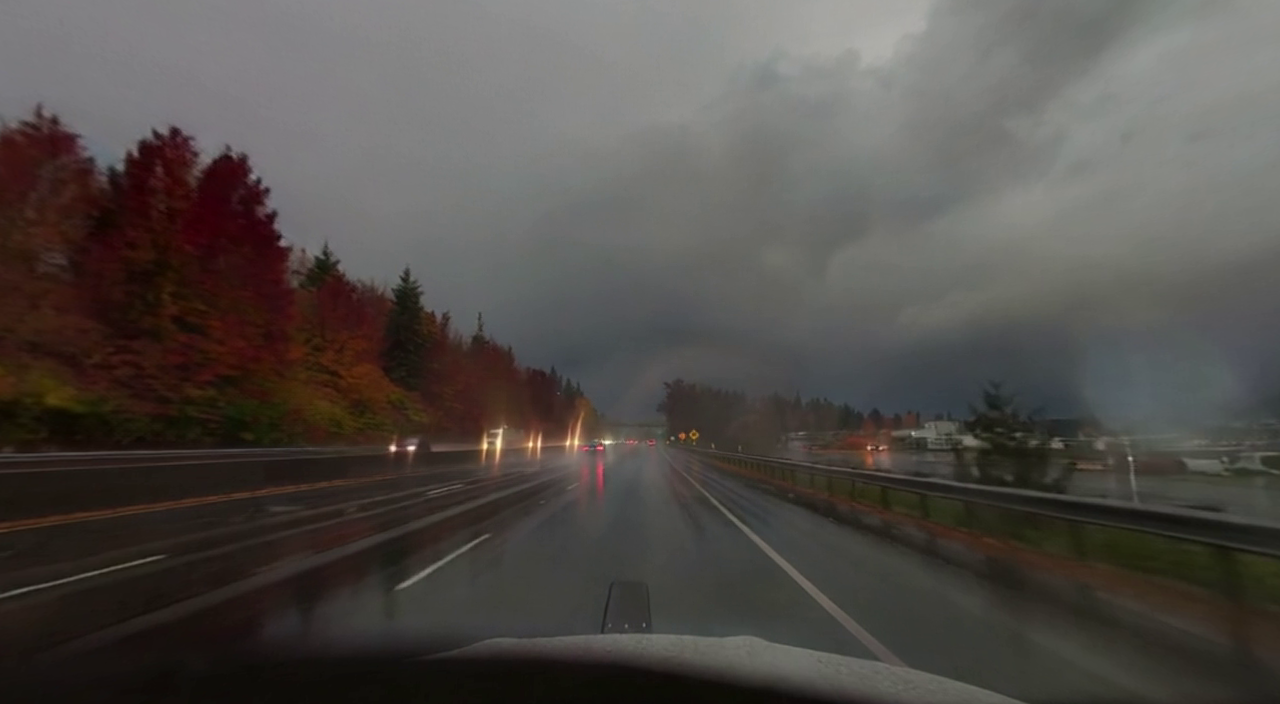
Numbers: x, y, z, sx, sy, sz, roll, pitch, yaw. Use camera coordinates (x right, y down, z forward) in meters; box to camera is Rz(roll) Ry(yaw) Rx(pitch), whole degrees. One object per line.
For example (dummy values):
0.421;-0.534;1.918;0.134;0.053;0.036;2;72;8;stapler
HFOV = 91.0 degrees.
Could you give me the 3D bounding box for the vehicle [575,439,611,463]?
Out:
-3.362;7.190;45.700;2.123;1.643;4.479;0;-8;1;vehicle
